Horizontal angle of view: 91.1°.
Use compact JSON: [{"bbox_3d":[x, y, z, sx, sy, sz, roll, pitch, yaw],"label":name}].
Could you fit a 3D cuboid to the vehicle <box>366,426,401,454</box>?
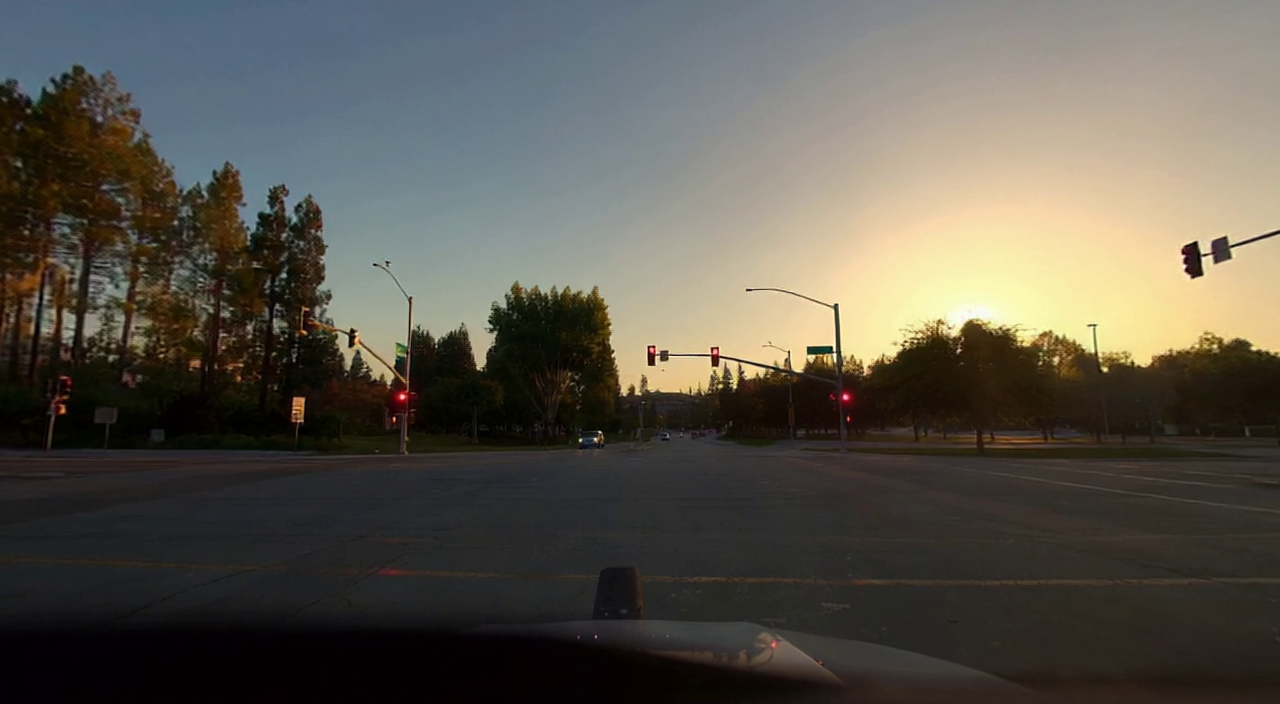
[{"bbox_3d":[-19.993,6.853,48.886,1.873,2.079,2.879,5,-10,-33],"label":"vehicle"}]
